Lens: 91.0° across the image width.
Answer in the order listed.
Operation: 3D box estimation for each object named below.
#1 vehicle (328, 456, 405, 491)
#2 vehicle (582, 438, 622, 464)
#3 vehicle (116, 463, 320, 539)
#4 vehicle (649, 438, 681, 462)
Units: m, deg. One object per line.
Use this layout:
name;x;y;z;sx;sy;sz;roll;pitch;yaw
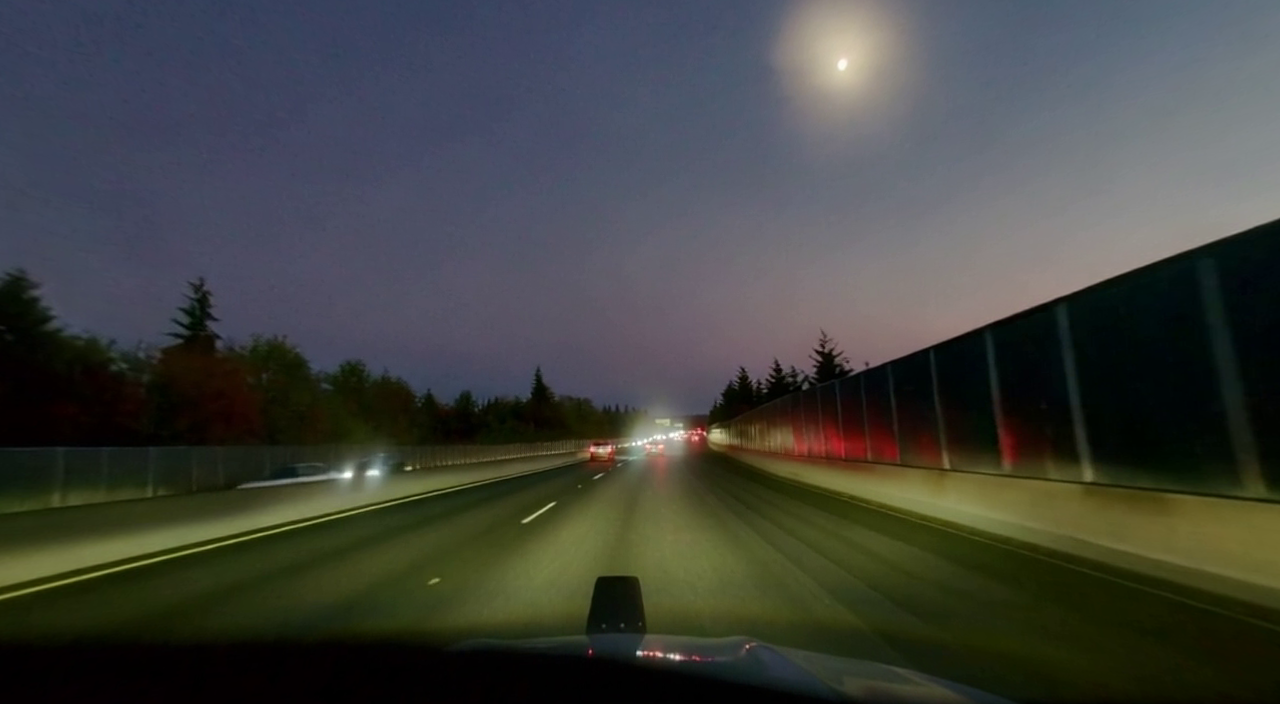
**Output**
vehicle;-13.985;6.217;32.434;1.898;1.552;4.266;0;-8;2
vehicle;-2.309;6.147;39.075;1.985;1.518;3.847;-1;-8;4
vehicle;-10.575;3.727;16.339;1.977;1.489;4.631;0;-8;2
vehicle;1.738;6.709;43.159;2.077;1.533;3.854;-1;-8;3
